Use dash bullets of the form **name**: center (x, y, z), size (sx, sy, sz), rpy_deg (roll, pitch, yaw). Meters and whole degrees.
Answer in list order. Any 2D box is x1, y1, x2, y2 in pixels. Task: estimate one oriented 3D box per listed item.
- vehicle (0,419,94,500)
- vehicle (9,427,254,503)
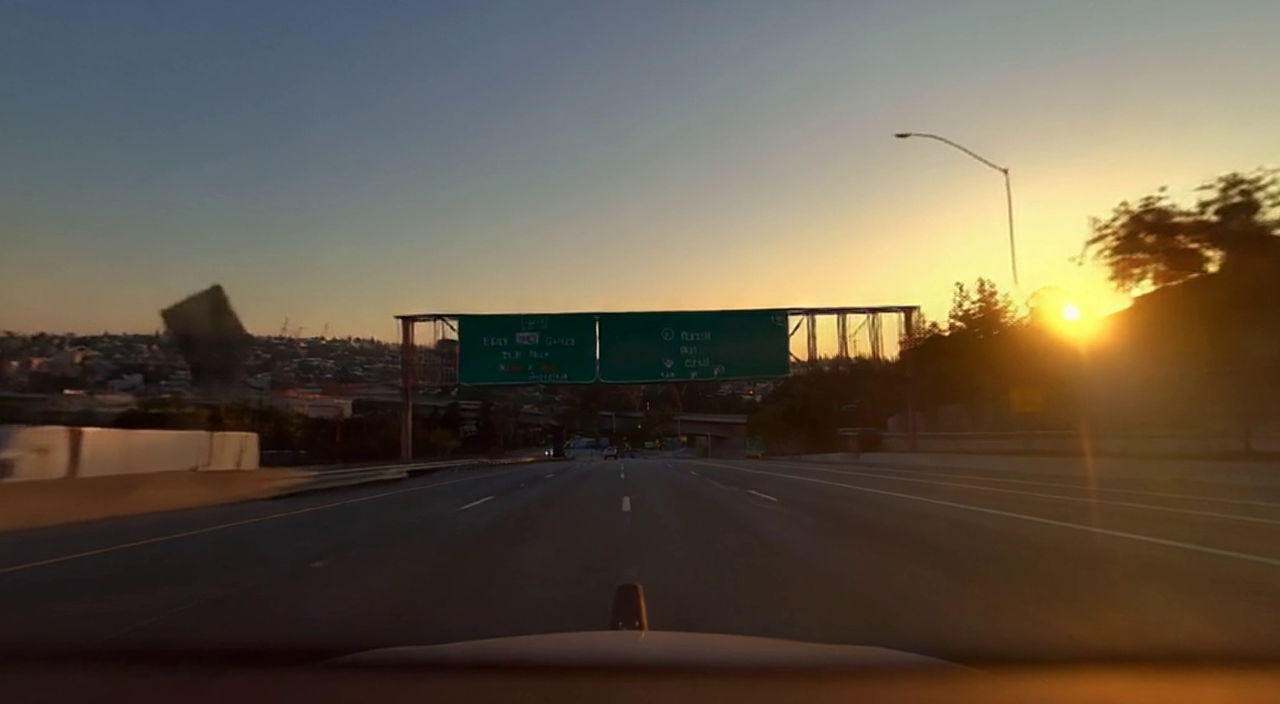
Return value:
- **vehicle**: center (-31.308, 5.271, 31.125), size (2.910, 3.762, 6.413), rpy_deg (-1, -8, -1)
- **vehicle**: center (-31.550, 7.114, 41.182), size (2.846, 3.937, 16.382), rpy_deg (0, -8, -1)
